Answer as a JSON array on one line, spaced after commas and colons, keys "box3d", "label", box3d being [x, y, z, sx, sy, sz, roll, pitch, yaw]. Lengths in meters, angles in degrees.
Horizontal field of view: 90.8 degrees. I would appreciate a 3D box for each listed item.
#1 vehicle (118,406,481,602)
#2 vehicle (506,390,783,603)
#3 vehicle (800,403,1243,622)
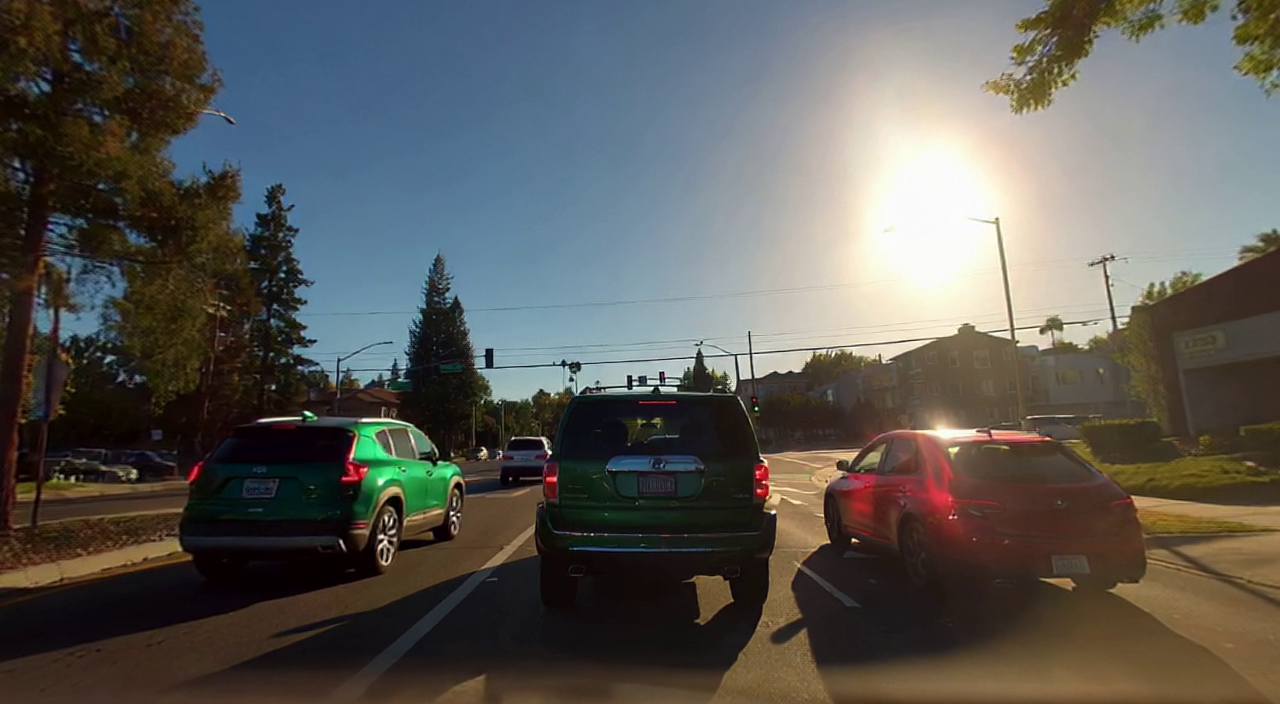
[{"box3d": [-3.378, 1.579, 7.400, 1.961, 1.639, 4.064, 0, -9, 0], "label": "vehicle"}, {"box3d": [0.017, 1.488, 7.252, 2.294, 1.761, 3.857, 0, -9, -1], "label": "vehicle"}, {"box3d": [3.475, 1.552, 7.055, 2.202, 1.657, 4.298, 0, -9, -1], "label": "vehicle"}]
